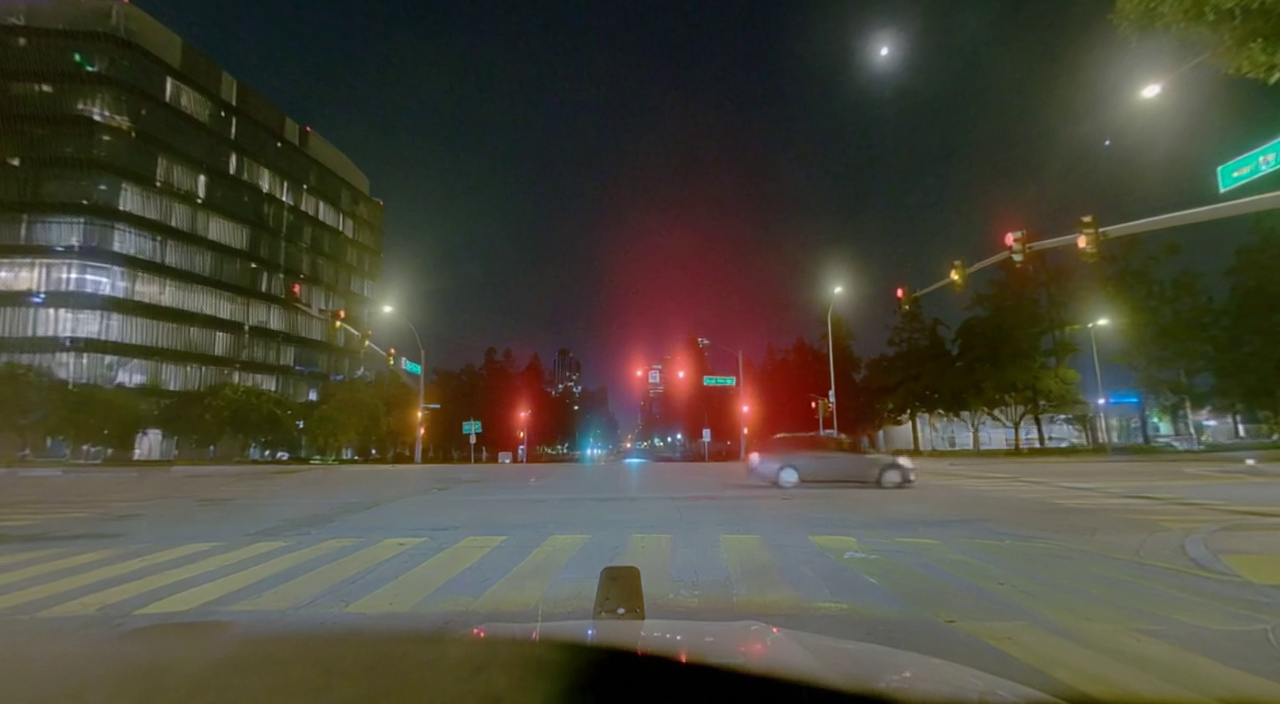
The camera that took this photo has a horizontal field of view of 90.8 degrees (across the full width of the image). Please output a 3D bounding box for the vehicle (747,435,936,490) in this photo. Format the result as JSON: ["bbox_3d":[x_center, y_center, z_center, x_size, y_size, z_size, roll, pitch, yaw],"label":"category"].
[{"bbox_3d":[5.757,3.216,18.583,4.838,1.468,2.052,0,-9,1],"label":"vehicle"}]
